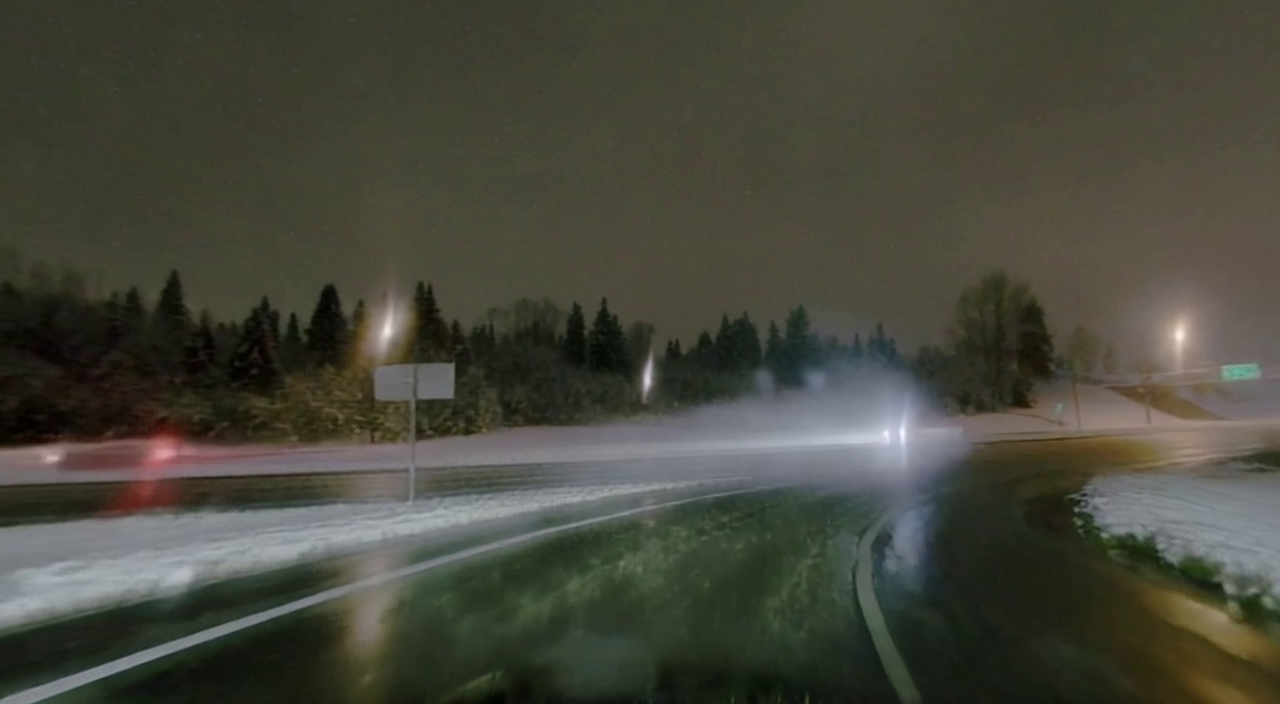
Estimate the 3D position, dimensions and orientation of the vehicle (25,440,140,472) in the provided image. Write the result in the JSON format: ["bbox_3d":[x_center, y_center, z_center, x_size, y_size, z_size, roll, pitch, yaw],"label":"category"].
[{"bbox_3d":[-26.564,4.963,30.221,3.706,1.442,1.743,4,-10,-29],"label":"vehicle"}]
